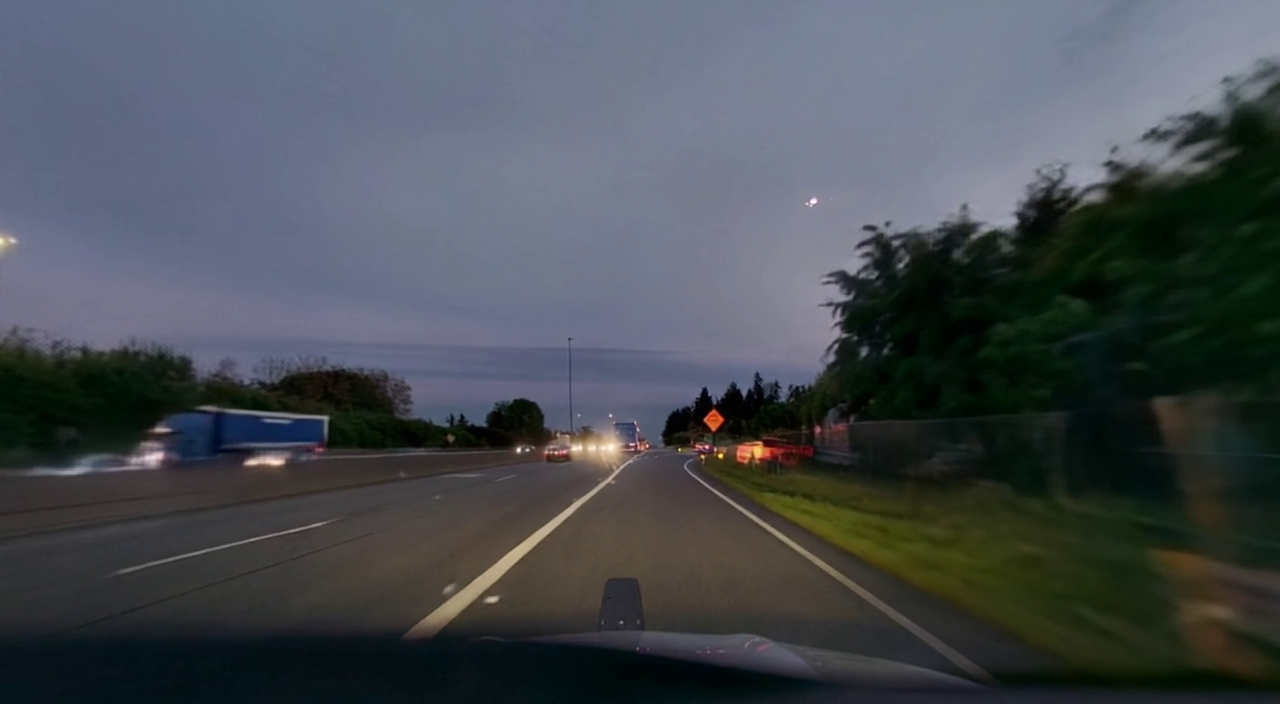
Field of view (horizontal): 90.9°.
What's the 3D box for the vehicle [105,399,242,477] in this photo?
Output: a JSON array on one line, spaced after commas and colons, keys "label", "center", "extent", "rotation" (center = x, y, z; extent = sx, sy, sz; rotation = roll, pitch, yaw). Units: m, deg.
[{"label": "vehicle", "center": [-26.490, 4.999, 36.216], "extent": [2.955, 4.035, 5.980], "rotation": [-1, -9, 2]}]
